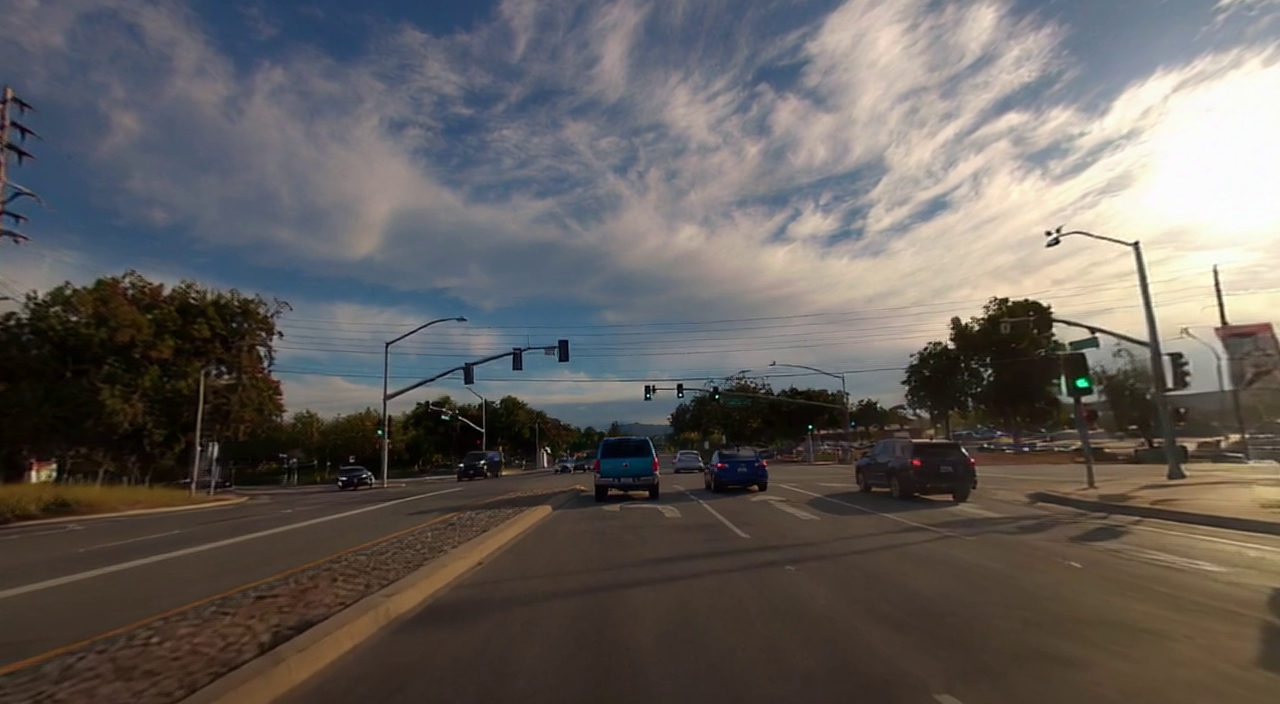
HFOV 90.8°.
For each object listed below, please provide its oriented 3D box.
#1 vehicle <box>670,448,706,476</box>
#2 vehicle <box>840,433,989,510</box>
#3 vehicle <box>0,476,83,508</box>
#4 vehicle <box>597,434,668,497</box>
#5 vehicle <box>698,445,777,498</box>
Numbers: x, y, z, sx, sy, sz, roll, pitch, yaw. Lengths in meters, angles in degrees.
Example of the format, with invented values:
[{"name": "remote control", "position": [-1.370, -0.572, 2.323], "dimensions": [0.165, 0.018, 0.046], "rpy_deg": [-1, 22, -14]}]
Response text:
[{"name": "vehicle", "position": [3.160, 7.287, 42.159], "dimensions": [1.915, 1.765, 4.047], "rpy_deg": [0, -9, -2]}, {"name": "vehicle", "position": [7.069, 3.100, 16.896], "dimensions": [1.929, 1.753, 4.396], "rpy_deg": [0, -9, -1]}, {"name": "vehicle", "position": [-45.192, 10.530, 47.805], "dimensions": [1.938, 2.001, 4.600], "rpy_deg": [0, -9, -4]}, {"name": "vehicle", "position": [-0.242, 3.933, 22.281], "dimensions": [2.231, 1.998, 4.254], "rpy_deg": [0, -9, 0]}, {"name": "vehicle", "position": [3.170, 3.988, 21.514], "dimensions": [1.880, 1.579, 4.401], "rpy_deg": [0, -9, -2]}]
